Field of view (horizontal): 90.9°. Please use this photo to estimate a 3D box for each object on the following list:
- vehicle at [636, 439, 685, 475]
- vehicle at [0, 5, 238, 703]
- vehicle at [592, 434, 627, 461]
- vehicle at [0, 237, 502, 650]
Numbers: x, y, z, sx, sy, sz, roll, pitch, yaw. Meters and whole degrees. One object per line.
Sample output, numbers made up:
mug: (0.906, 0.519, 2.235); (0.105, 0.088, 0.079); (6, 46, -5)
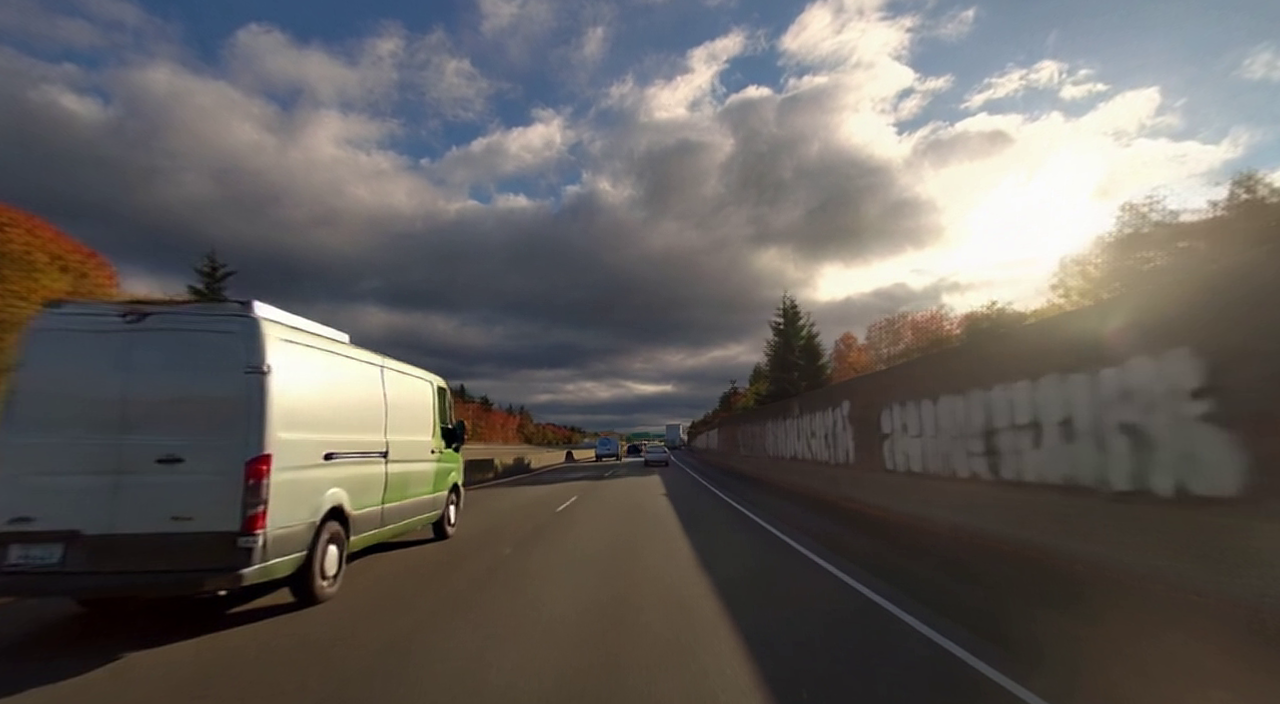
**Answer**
vehicle: (0.915, 4.718, 28.555); (2.071, 1.487, 3.948); (0, -8, 1)
vehicle: (-3.575, -0.100, 1.072); (2.334, 2.769, 5.087); (0, -8, 0)
vehicle: (-2.320, 7.525, 49.879); (2.199, 1.973, 5.078); (0, -8, 3)
vehicle: (-3.508, 0.988, 7.286); (2.297, 2.687, 6.317); (0, -8, 0)
